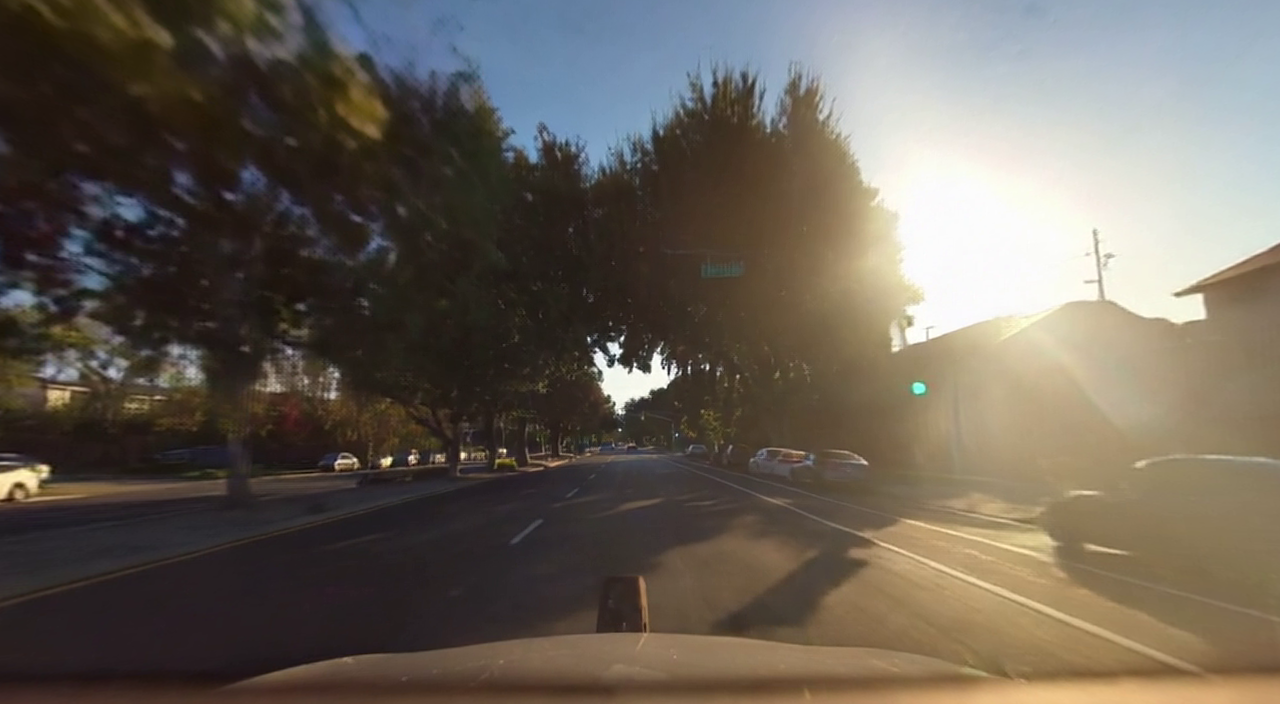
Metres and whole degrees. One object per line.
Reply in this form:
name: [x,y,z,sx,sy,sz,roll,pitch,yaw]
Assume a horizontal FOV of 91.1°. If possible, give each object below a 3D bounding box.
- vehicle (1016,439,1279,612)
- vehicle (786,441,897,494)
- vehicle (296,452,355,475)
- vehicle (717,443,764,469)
vehicle: [6.325,1.676,6.689,1.845,1.446,4.367,0,-9,-1]
vehicle: [6.338,3.684,20.423,1.922,1.494,4.772,0,-9,-2]
vehicle: [-22.221,7.848,44.594,1.902,1.478,4.755,0,-9,-2]
vehicle: [6.158,6.442,39.011,1.945,1.481,4.421,0,-9,-3]
